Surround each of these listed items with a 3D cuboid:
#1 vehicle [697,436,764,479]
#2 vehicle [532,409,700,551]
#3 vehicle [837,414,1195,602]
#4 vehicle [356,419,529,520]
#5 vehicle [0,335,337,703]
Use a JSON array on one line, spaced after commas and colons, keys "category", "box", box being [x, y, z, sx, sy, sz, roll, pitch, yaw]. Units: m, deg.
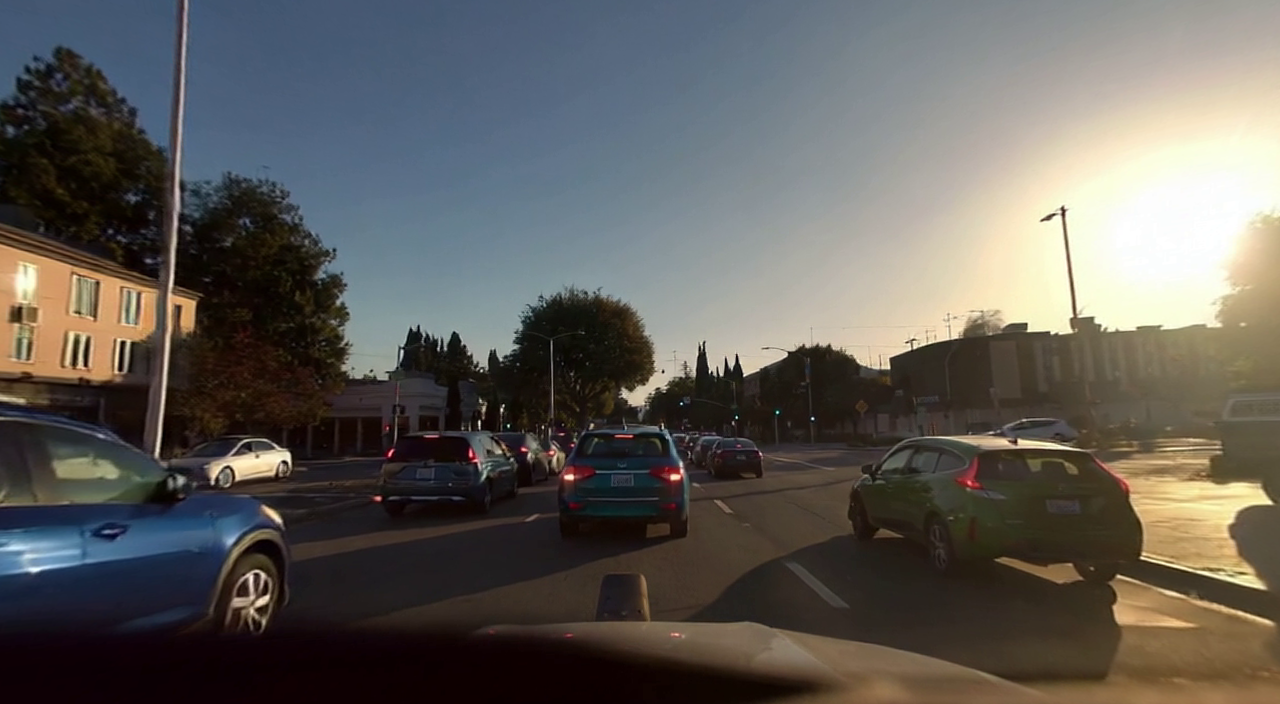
[{"category": "vehicle", "box": [3.340, 3.971, 23.938, 1.948, 1.475, 4.093, 0, -8, 0]}, {"category": "vehicle", "box": [-0.237, 1.847, 9.684, 2.022, 1.700, 4.084, 0, -8, 1]}, {"category": "vehicle", "box": [3.781, 1.598, 7.292, 1.847, 1.554, 3.885, 0, -8, 3]}, {"category": "vehicle", "box": [-3.733, 2.311, 12.837, 2.012, 1.701, 4.316, 0, -8, 1]}, {"category": "vehicle", "box": [-3.445, 0.844, 2.682, 2.047, 1.710, 4.314, 0, -8, 1]}]
